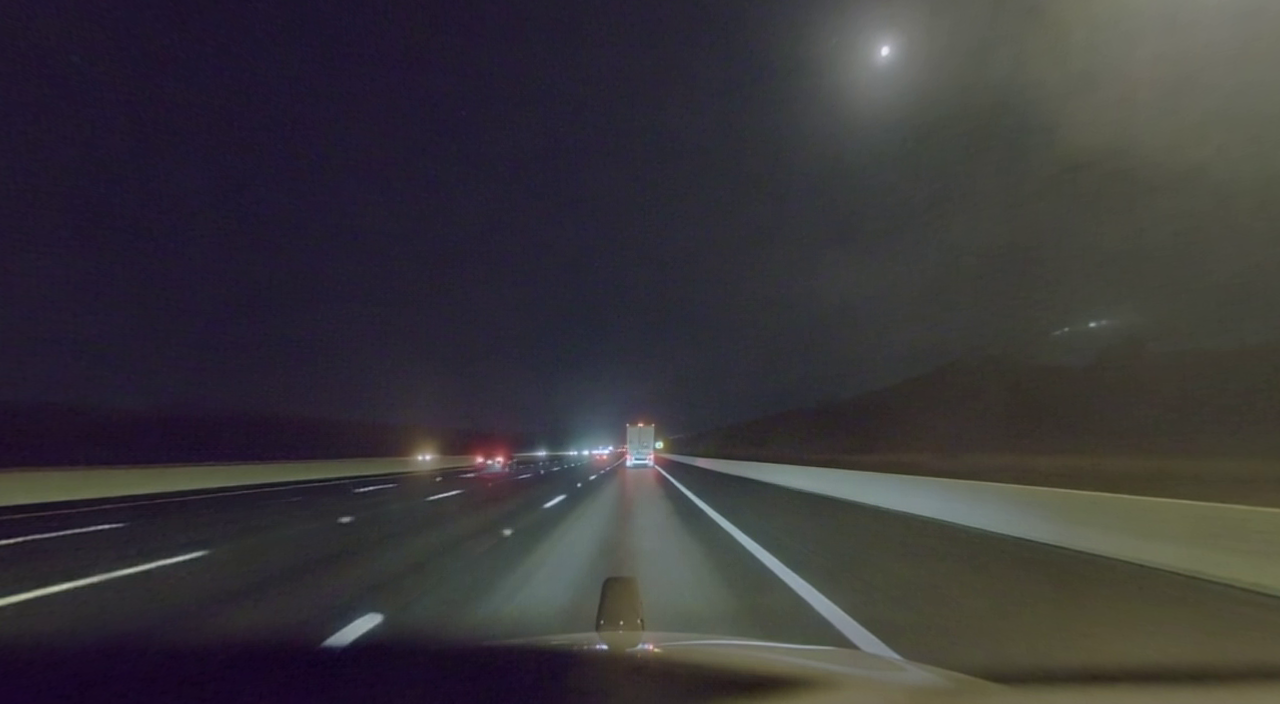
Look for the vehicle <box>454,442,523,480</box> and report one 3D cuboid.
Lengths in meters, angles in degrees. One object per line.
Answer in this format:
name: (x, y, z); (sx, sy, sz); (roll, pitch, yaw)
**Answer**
vehicle: (-7.167, 5.221, 30.420); (2.067, 1.676, 4.789); (0, -9, 1)
